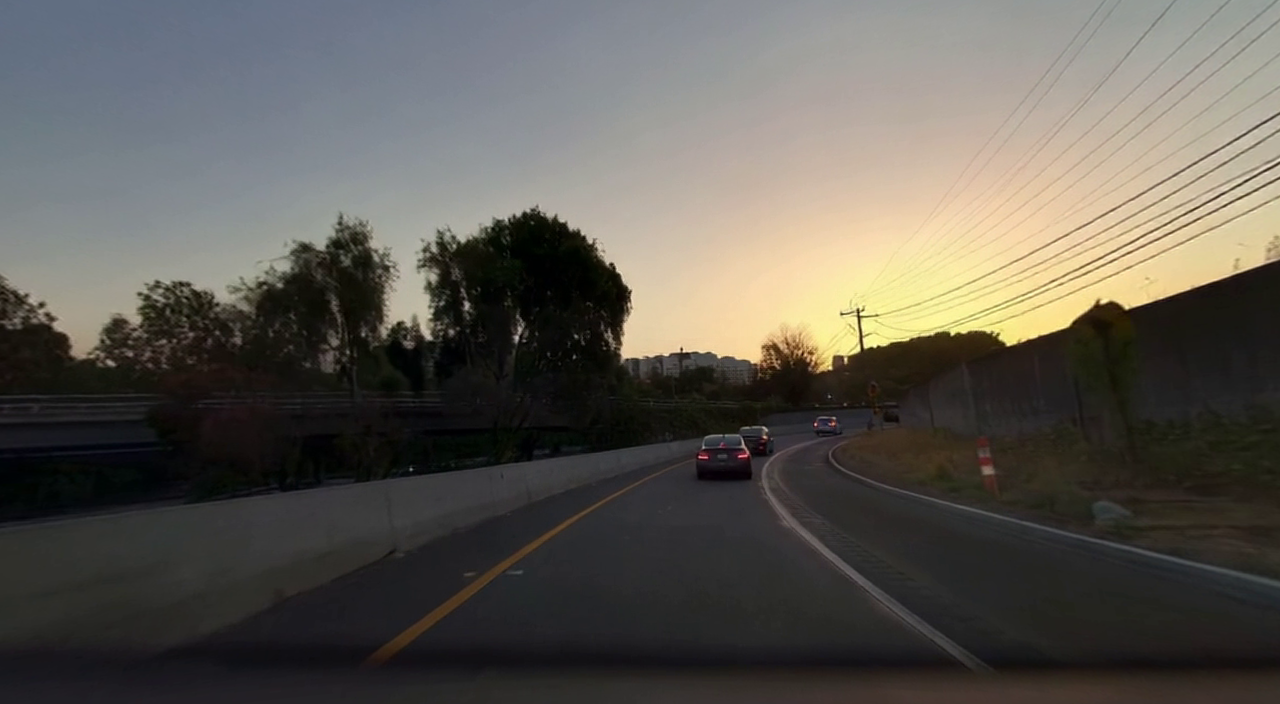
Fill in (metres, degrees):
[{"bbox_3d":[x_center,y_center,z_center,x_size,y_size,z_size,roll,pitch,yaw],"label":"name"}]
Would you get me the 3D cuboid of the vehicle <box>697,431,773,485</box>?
[{"bbox_3d":[2.959,3.294,19.790,2.091,1.482,4.321,-1,-8,8],"label":"vehicle"}]
